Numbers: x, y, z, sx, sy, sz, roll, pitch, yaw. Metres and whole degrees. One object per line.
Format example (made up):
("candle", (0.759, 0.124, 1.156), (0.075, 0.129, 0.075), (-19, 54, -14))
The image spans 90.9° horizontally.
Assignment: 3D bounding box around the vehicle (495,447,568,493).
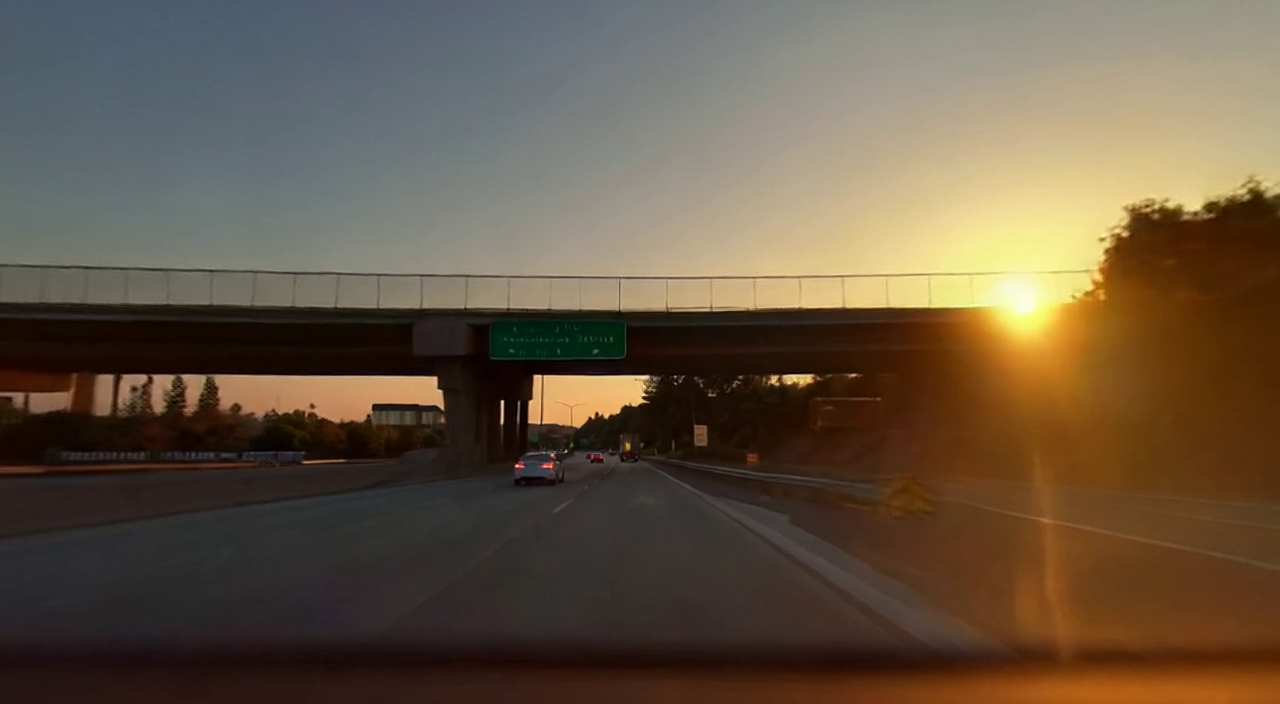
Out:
("vehicle", (-4.053, 4.476, 24.212), (2.070, 1.564, 4.145), (0, -9, 0))
